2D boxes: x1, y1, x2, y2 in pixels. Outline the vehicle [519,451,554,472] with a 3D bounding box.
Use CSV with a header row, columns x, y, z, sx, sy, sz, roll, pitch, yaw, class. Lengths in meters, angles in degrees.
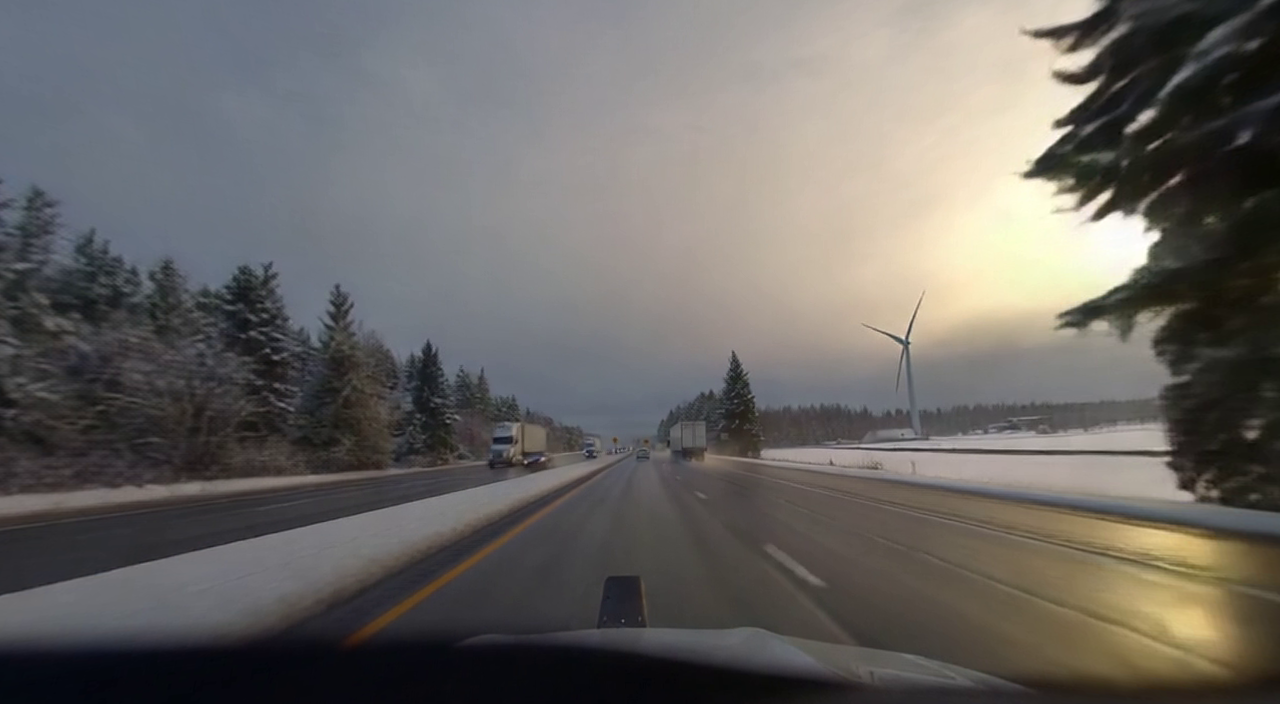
x,y,z,sx,sy,sz,roll,pitch,yaw,class
-8.111,8.630,49.712,2.015,1.523,4.279,0,-9,1,vehicle
